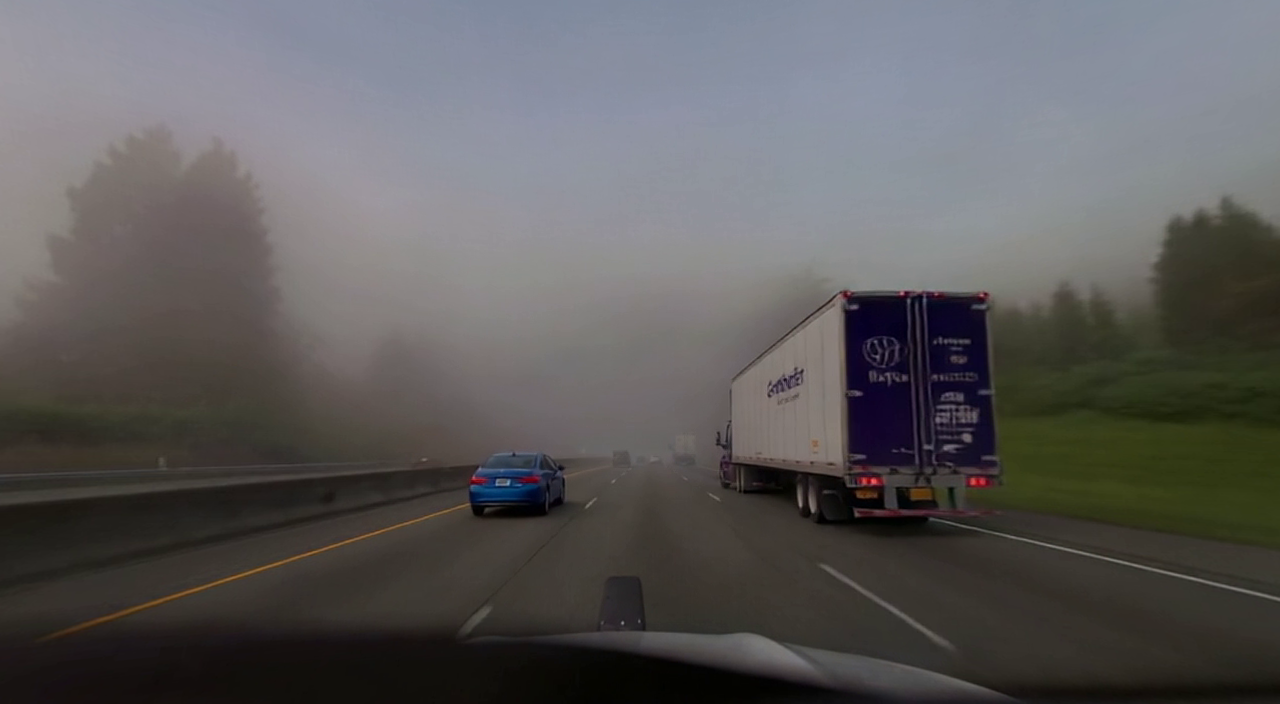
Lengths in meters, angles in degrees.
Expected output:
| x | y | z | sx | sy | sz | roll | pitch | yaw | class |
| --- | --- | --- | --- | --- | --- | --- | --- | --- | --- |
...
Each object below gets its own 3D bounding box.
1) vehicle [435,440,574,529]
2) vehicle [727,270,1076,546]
| x | y | z | sx | sy | sz | roll | pitch | yaw | class |
| --- | --- | --- | --- | --- | --- | --- | --- | --- | --- |
| -2.654 | 2.718 | 13.509 | 1.960 | 1.579 | 4.384 | 0 | -9 | 0 | vehicle |
| 4.612 | 1.801 | 15.838 | 2.858 | 3.952 | 13.731 | 0 | -9 | 0 | vehicle |
